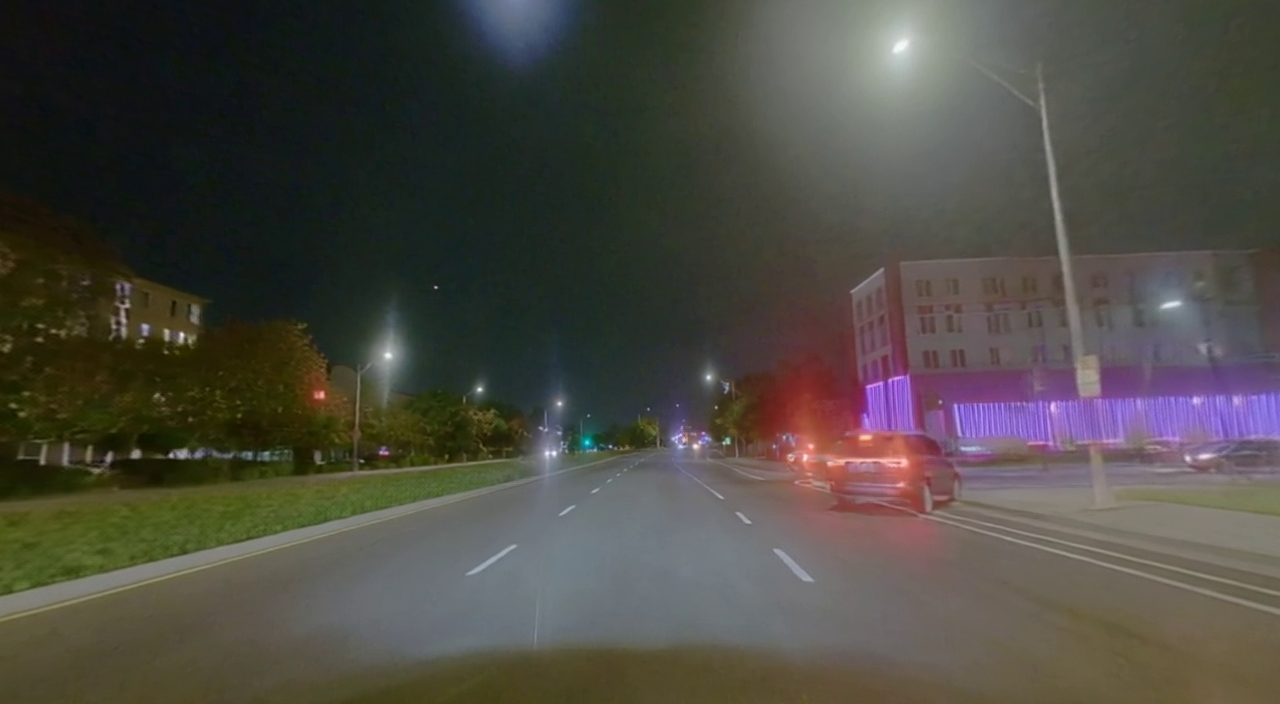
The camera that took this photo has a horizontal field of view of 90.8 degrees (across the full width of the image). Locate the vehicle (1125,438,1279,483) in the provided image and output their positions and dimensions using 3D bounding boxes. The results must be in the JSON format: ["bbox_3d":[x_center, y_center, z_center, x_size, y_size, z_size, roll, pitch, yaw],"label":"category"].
[{"bbox_3d":[19.907,3.709,21.710,4.698,1.465,1.914,-1,-9,6],"label":"vehicle"}]

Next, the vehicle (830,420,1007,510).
[{"bbox_3d":[7.560,2.935,16.886,5.157,1.991,2.477,8,-12,-44],"label":"vehicle"}]
